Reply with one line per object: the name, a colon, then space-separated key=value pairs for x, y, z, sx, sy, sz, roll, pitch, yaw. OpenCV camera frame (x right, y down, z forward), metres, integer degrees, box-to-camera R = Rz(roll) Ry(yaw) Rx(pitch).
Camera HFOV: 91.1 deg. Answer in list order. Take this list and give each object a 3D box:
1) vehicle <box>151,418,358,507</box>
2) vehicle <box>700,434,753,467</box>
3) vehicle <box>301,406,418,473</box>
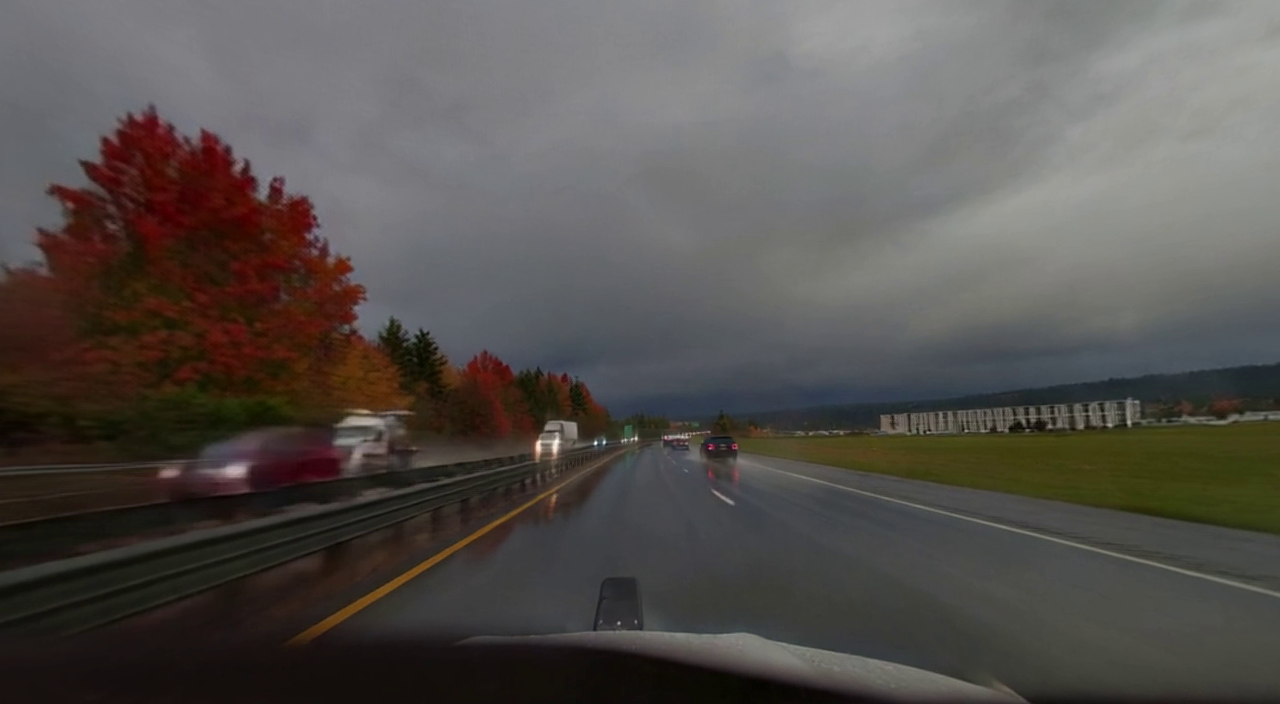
vehicle: x=-8.711 y=2.521 z=14.830 sx=1.954 sy=1.757 sz=4.603 roll=0 pitch=-8 yaw=0
vehicle: x=4.266 y=4.920 z=31.667 sx=2.024 sy=1.516 sz=4.197 roll=0 pitch=-8 yaw=-1
vehicle: x=-13.026 y=4.138 z=29.816 sx=2.524 sy=2.819 sz=6.073 roll=-1 pitch=-8 yaw=2
